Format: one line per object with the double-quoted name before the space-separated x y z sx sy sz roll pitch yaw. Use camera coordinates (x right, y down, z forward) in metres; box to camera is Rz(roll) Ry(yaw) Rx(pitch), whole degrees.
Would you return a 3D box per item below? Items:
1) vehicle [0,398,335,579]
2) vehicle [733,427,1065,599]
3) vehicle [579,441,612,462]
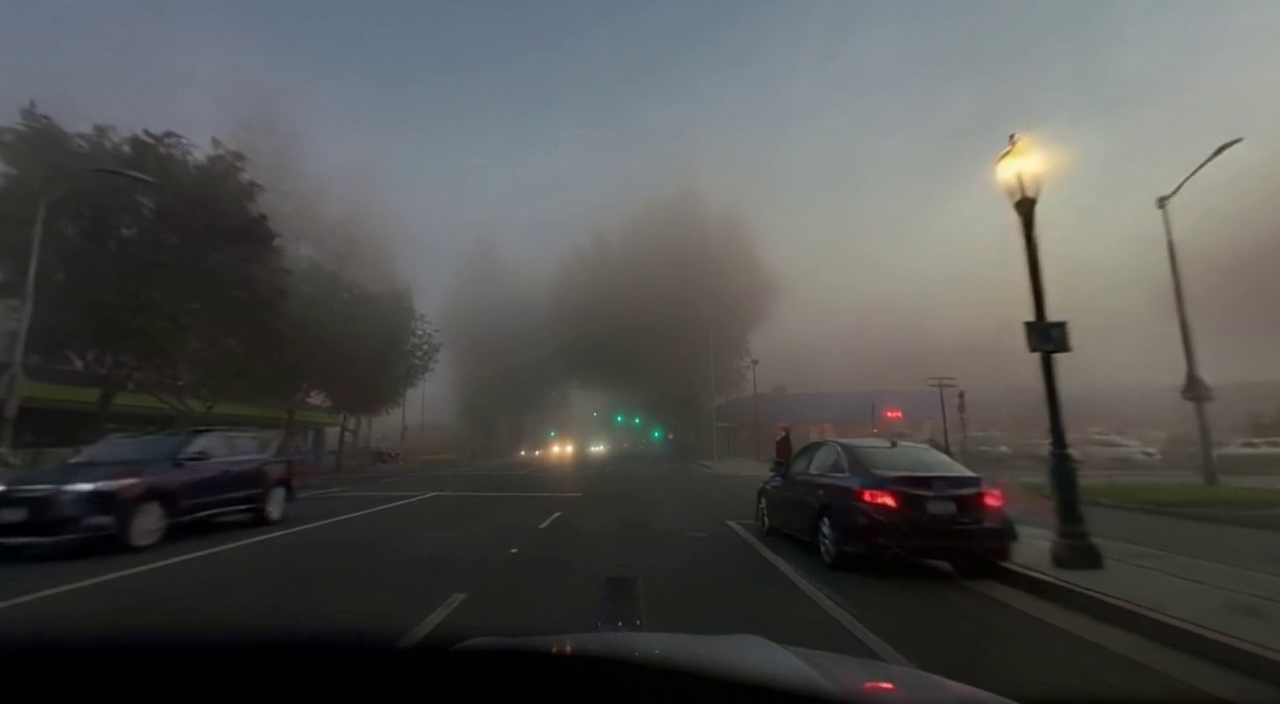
"vehicle" -6.704 1.728 8.877 2.371 1.800 4.987 0 -8 -1
"vehicle" 2.644 1.754 7.942 2.034 1.491 4.618 0 -8 -3
"vehicle" -3.226 7.339 46.559 2.122 1.469 4.388 0 -8 0
